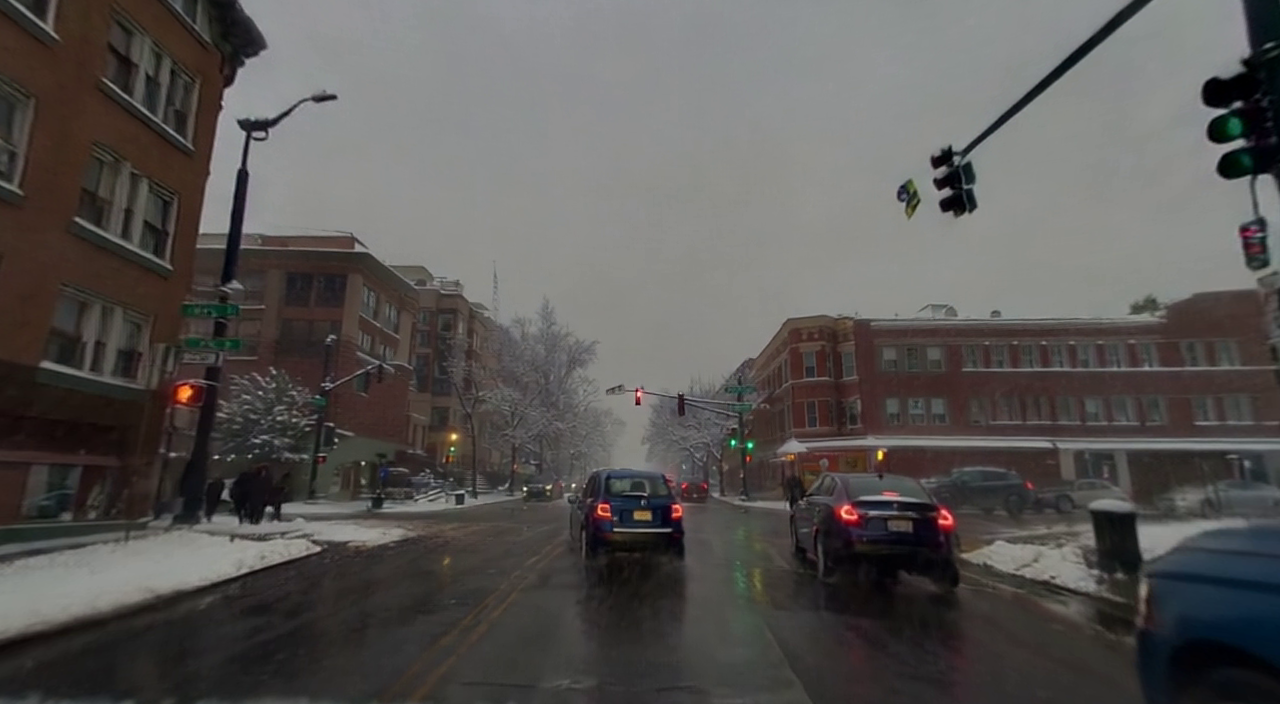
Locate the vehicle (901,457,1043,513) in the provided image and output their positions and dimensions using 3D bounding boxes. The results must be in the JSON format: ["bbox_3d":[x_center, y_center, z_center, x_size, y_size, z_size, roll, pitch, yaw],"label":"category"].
[{"bbox_3d":[14.720,5.886,28.207,4.974,2.266,2.324,0,-8,-1],"label":"vehicle"}]

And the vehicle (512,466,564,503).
[{"bbox_3d":[-5.972,7.802,37.368,2.226,1.896,4.438,-1,-8,1],"label":"vehicle"}]

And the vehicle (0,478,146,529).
[{"bbox_3d":[-25.329,6.734,28.215,4.588,2.048,2.110,-1,-8,1],"label":"vehicle"}]

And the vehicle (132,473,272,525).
[{"bbox_3d":[-19.472,6.538,28.174,4.750,2.083,2.002,-1,-9,3],"label":"vehicle"}]

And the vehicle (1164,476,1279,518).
[{"bbox_3d":[26.407,6.346,27.697,4.734,1.605,2.186,-1,-8,1],"label":"vehicle"}]

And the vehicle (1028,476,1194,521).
[{"bbox_3d":[20.812,6.496,28.091,5.345,1.747,2.410,-1,-8,2],"label":"vehicle"}]

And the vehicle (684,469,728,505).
[{"bbox_3d":[3.833,7.881,37.063,1.908,1.741,4.066,0,-8,-3],"label":"vehicle"}]
